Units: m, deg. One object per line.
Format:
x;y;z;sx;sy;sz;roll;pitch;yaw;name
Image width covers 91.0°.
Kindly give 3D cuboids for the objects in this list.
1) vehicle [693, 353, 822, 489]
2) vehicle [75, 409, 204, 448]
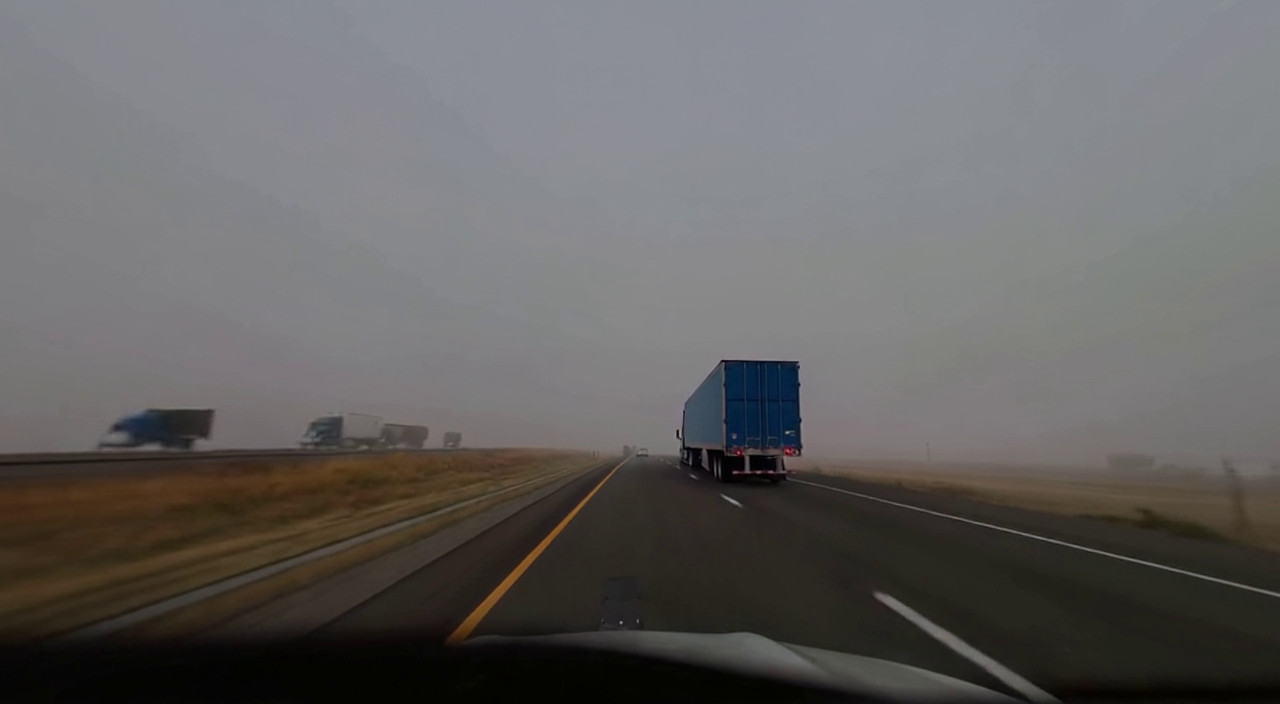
4.167;3.087;26.019;2.818;4.206;12.987;0;-9;0;vehicle
-29.658;4.664;37.694;2.329;2.083;6.351;0;-9;2;vehicle
